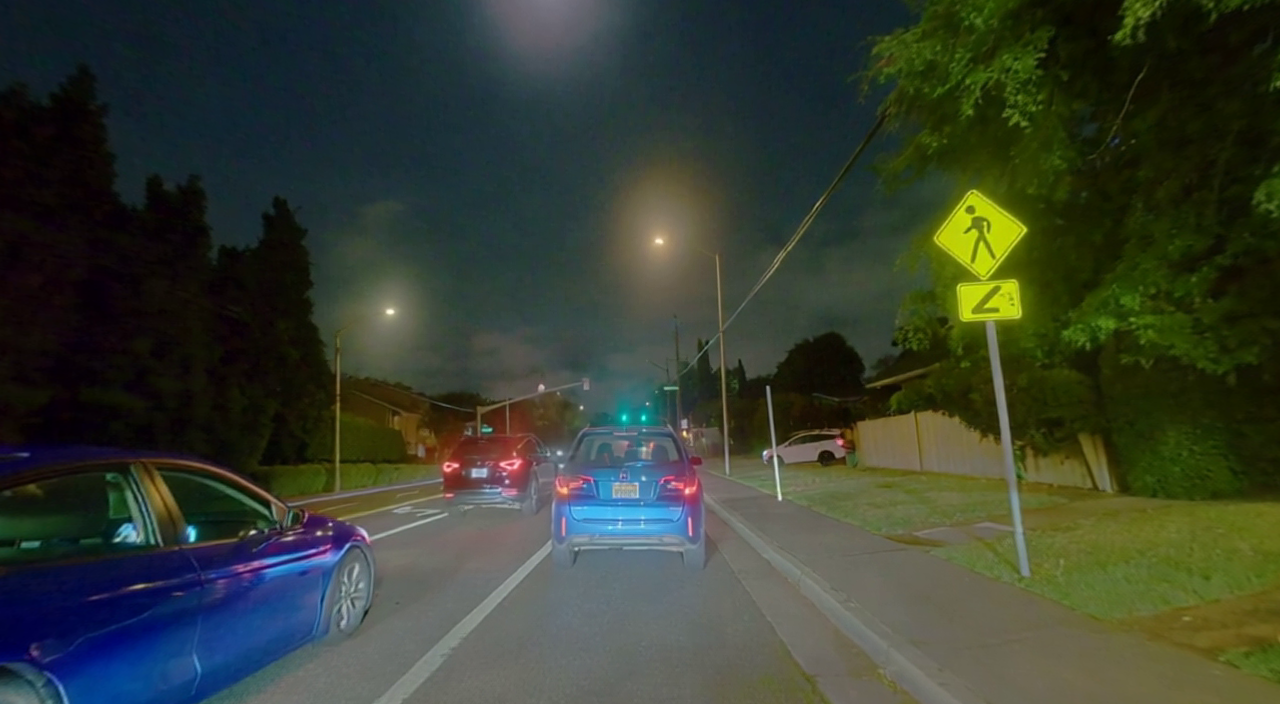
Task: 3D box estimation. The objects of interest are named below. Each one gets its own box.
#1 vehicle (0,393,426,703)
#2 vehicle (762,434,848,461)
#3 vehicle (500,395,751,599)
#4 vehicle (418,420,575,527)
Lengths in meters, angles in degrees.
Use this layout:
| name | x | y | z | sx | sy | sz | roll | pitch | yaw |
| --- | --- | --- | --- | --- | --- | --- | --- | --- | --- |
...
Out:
| name | x | y | z | sx | sy | sz | roll | pitch | yaw |
| --- | --- | --- | --- | --- | --- | --- | --- | --- | --- |
| vehicle | -2.866 | 1.036 | 2.985 | 1.968 | 1.472 | 4.685 | 0 | -9 | 1 |
| vehicle | 9.320 | 5.439 | 35.852 | 4.456 | 1.504 | 1.914 | -1 | -9 | 6 |
| vehicle | -0.130 | 1.520 | 7.369 | 2.120 | 1.718 | 3.909 | 0 | -9 | 0 |
| vehicle | -2.574 | 2.303 | 12.482 | 2.000 | 1.737 | 4.133 | 0 | -9 | 2 |
